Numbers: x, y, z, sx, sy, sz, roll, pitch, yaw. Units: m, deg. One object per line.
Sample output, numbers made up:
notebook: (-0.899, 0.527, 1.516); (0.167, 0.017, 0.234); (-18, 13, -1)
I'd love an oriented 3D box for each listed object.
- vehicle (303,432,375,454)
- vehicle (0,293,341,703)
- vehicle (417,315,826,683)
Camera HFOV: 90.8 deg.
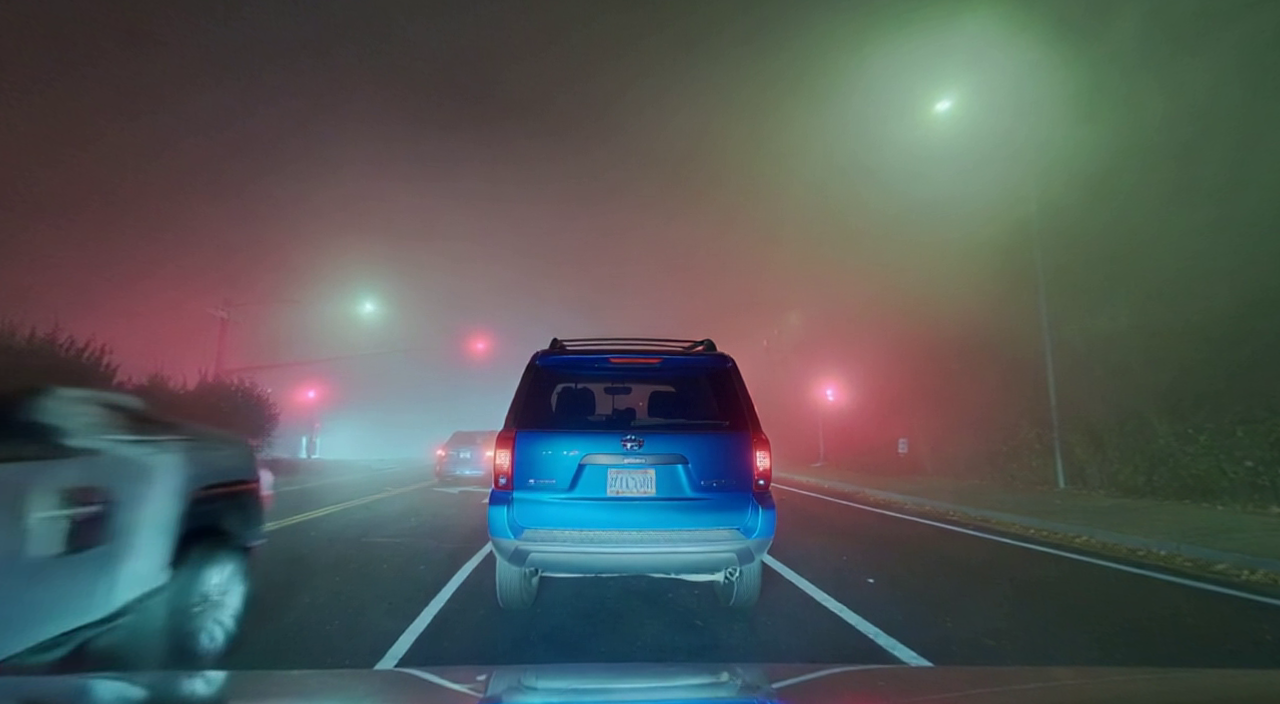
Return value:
vehicle: (-23.178, 7.055, 48.722); (4.576, 1.632, 1.960); (1, -9, -8)
vehicle: (-3.476, 0.715, 2.180); (2.337, 1.858, 5.409); (0, -8, -1)
vehicle: (-0.243, 1.156, 6.010); (2.333, 2.087, 4.586); (1, -8, -4)
